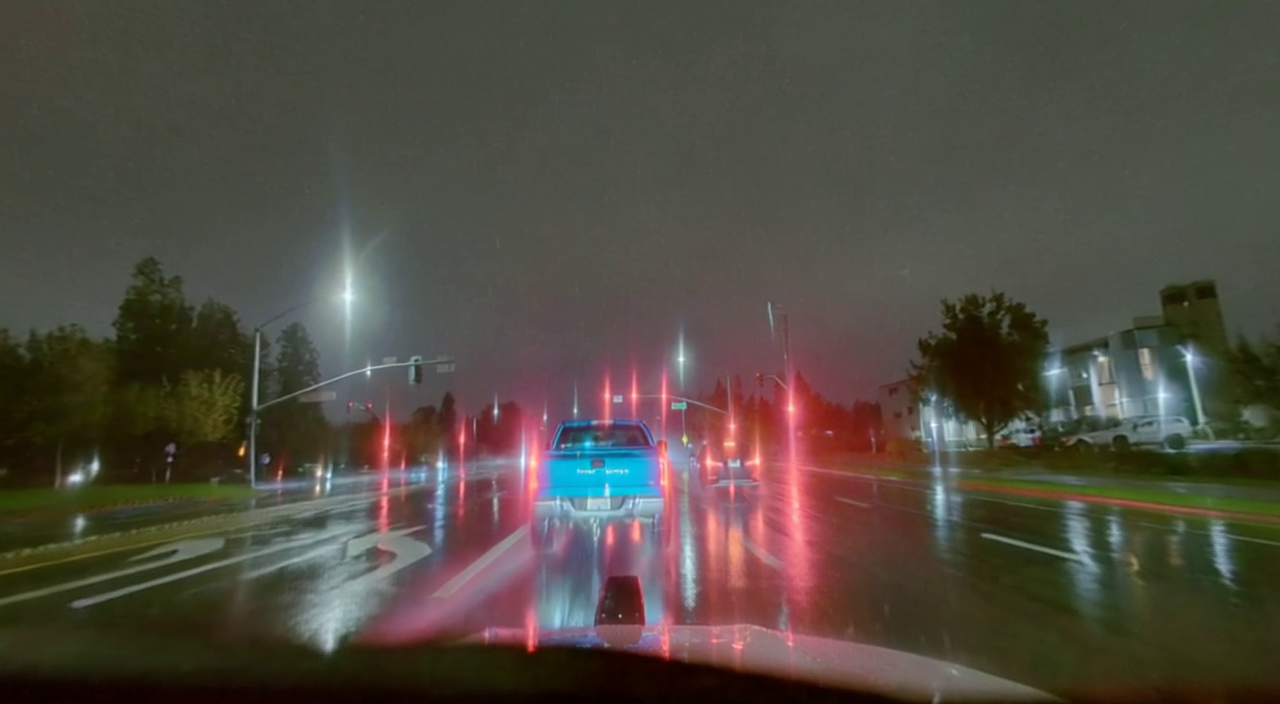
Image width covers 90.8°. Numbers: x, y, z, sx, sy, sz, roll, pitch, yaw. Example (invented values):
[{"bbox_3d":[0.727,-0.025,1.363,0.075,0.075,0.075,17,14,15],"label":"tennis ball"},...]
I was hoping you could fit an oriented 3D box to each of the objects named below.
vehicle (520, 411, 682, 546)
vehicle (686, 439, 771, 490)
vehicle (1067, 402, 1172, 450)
[{"bbox_3d":[-0.540,2.032,10.815,2.145,1.762,4.731,0,-9,-1],"label":"vehicle"},{"bbox_3d":[2.771,3.659,20.942,2.073,1.484,4.437,0,-9,-1],"label":"vehicle"},{"bbox_3d":[30.346,4.791,40.186,2.892,2.881,4.178,2,-9,-16],"label":"vehicle"}]
